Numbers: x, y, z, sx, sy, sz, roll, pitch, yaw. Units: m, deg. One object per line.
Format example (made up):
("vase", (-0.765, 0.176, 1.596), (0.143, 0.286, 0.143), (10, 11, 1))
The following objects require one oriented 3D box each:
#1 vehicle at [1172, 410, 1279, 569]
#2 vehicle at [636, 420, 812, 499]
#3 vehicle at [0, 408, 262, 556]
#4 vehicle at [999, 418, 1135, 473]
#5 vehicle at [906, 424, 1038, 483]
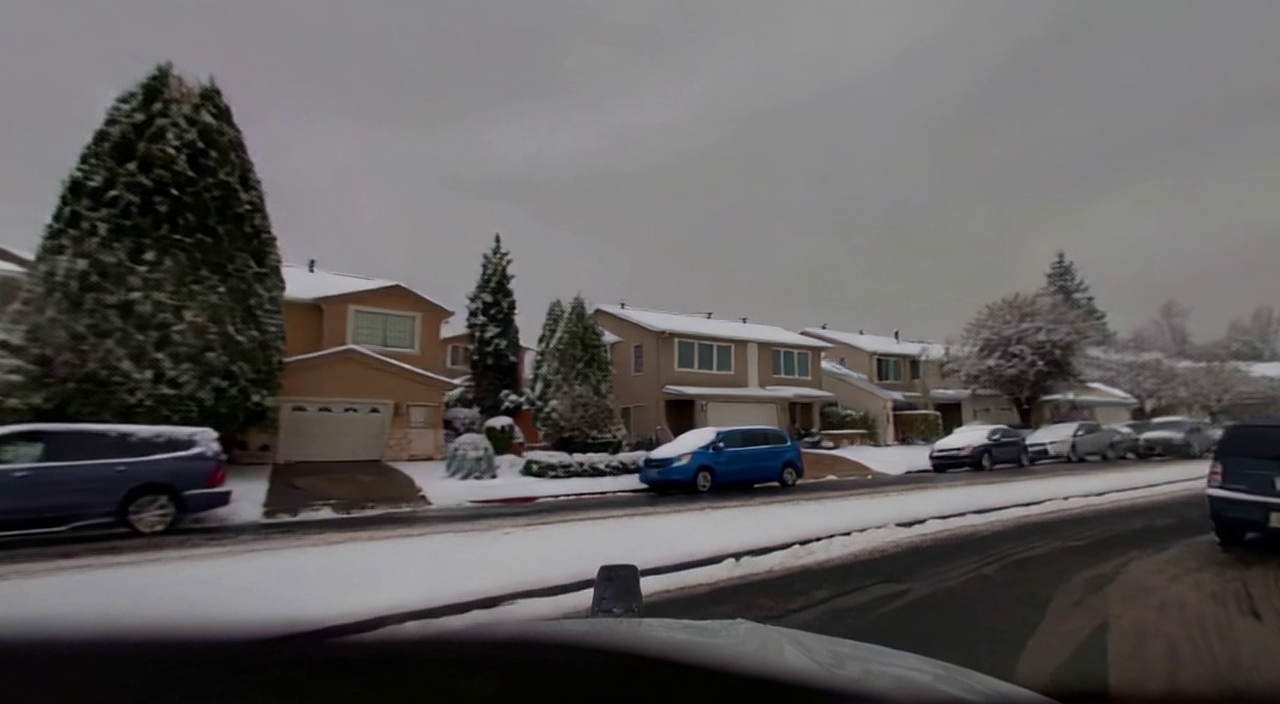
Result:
("vehicle", (8.008, 1.440, 6.982), (4.226, 1.507, 2.008), (5, -9, -34))
("vehicle", (1.890, 2.308, 13.952), (3.513, 1.507, 1.798), (5, -8, -33))
("vehicle", (-7.006, 1.487, 7.659), (3.746, 1.518, 1.845), (8, -8, -40))
("vehicle", (14.756, 3.199, 21.719), (4.428, 1.670, 1.872), (3, -12, -29))
("vehicle", (9.962, 2.956, 18.837), (3.785, 1.488, 1.828), (3, -6, -34))
